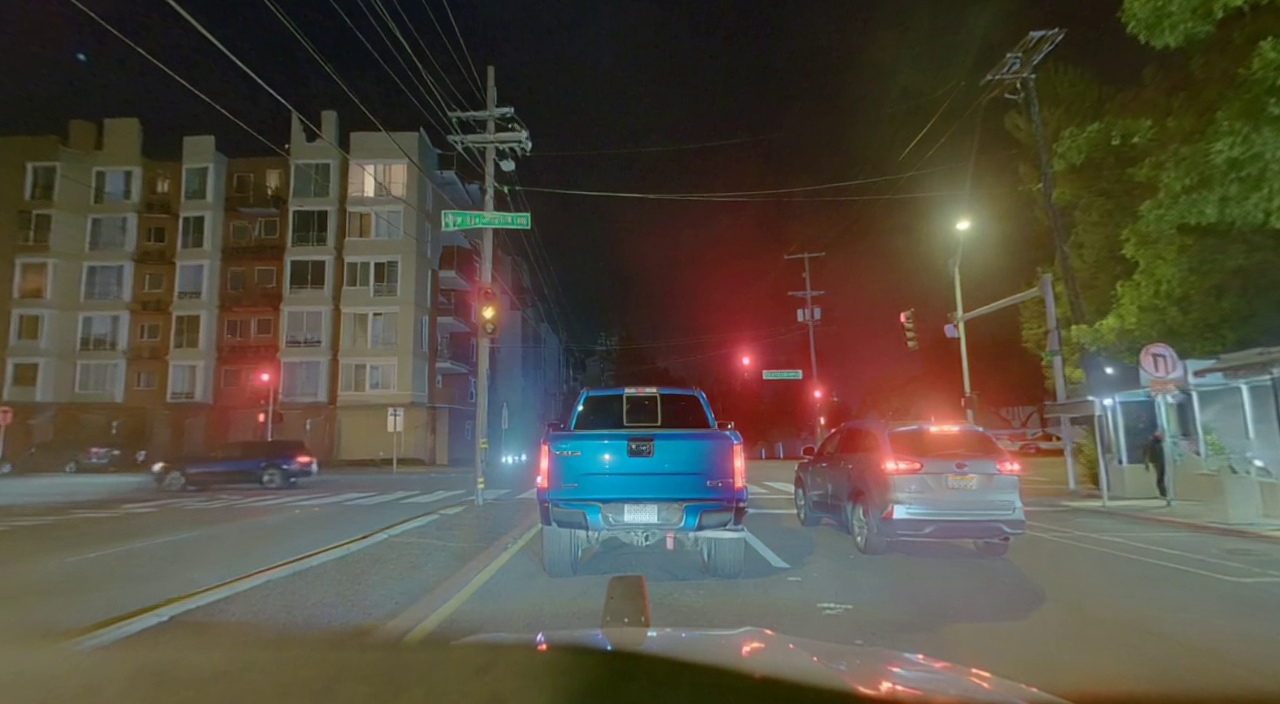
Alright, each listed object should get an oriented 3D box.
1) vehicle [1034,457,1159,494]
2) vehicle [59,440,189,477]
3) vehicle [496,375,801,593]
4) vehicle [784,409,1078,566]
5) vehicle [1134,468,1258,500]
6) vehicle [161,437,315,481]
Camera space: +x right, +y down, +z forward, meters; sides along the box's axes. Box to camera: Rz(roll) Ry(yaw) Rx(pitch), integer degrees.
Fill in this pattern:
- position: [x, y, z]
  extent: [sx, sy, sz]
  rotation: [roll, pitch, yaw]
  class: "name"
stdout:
- position: [21.745, 5.892, 30.163]
  extent: [4.498, 1.618, 1.843]
  rotation: [0, -8, 0]
  class: "vehicle"
- position: [-24.839, 5.134, 30.449]
  extent: [4.563, 1.692, 1.778]
  rotation: [0, -8, -2]
  class: "vehicle"
- position: [0.107, 1.558, 8.296]
  extent: [2.738, 1.959, 5.070]
  rotation: [0, -8, 1]
  class: "vehicle"
- position: [3.849, 1.885, 9.581]
  extent: [2.131, 1.759, 4.762]
  rotation: [0, -8, -1]
  class: "vehicle"
- position: [26.379, 6.279, 30.001]
  extent: [4.071, 1.388, 1.884]
  rotation: [0, -8, 1]
  class: "vehicle"
- position: [-16.819, 4.499, 26.573]
  extent: [5.043, 1.766, 1.980]
  rotation: [0, -9, -1]
  class: "vehicle"
